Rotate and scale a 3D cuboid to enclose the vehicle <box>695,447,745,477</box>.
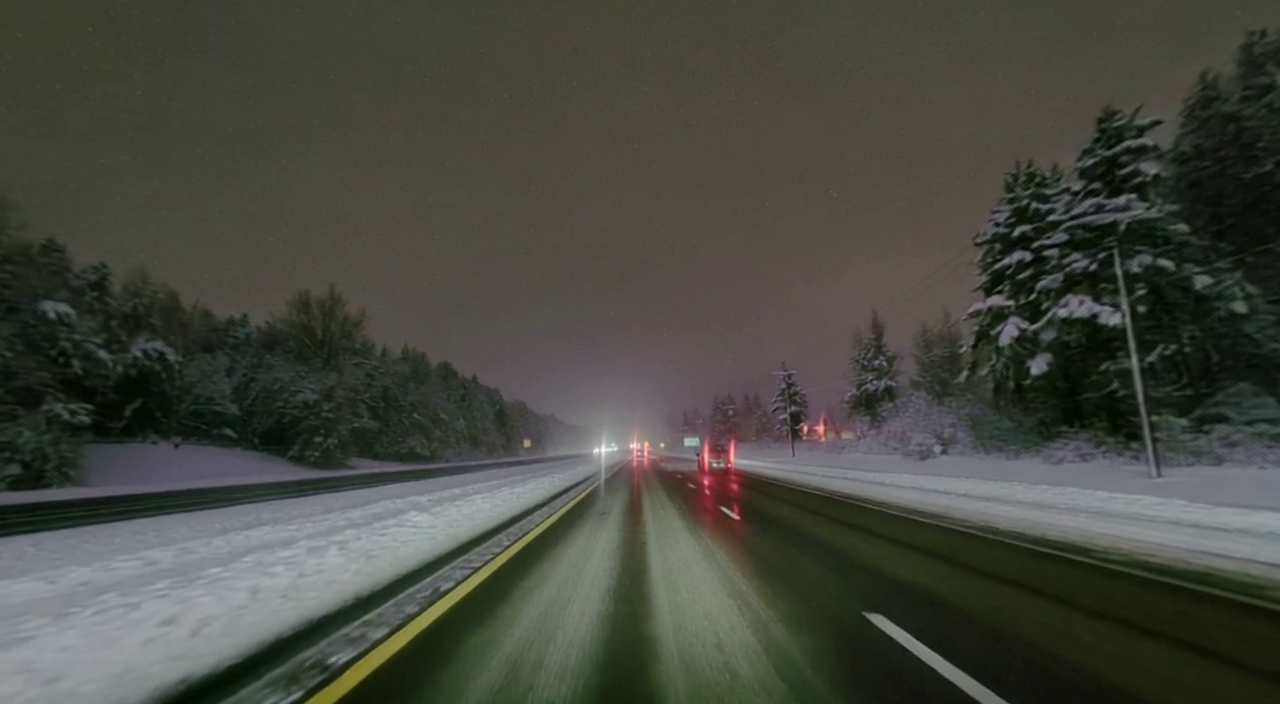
[{"bbox_3d":[4.215,5.867,33.846,2.115,1.522,4.330,0,-9,0],"label":"vehicle"}]
